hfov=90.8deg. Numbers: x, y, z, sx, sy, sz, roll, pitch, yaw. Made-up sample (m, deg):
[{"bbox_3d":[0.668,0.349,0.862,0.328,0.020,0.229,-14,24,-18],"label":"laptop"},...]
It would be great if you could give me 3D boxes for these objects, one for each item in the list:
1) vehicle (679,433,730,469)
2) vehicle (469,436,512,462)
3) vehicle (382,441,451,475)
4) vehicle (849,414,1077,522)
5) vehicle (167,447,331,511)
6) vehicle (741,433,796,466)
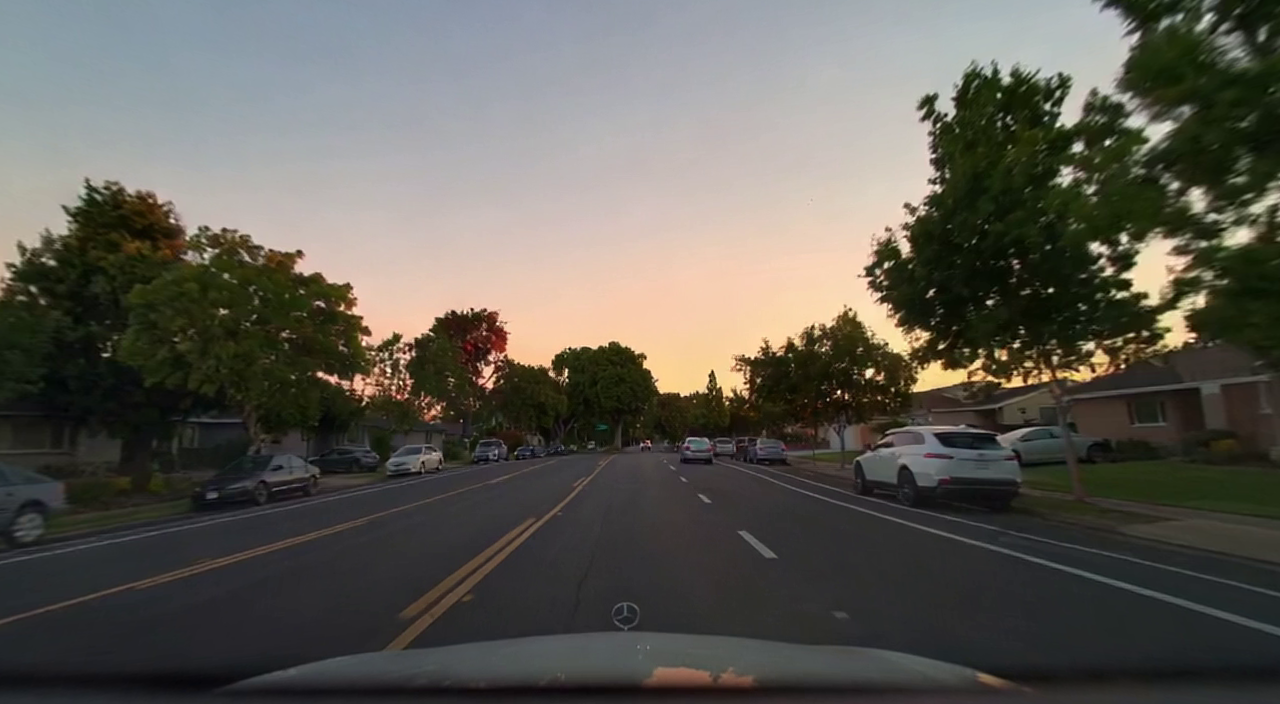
[{"bbox_3d":[3.130,4.892,31.395,1.951,1.620,4.582,0,-8,-1],"label":"vehicle"},{"bbox_3d":[-11.471,7.467,48.851,2.181,1.920,4.570,0,-8,0],"label":"vehicle"},{"bbox_3d":[-11.516,5.475,32.955,1.953,1.649,4.648,0,-8,-1],"label":"vehicle"},{"bbox_3d":[7.581,2.802,15.956,2.175,2.157,6.330,0,-8,-2],"label":"vehicle"},{"bbox_3d":[-11.298,3.659,18.752,1.916,1.612,4.700,0,-8,-1],"label":"vehicle"},{"bbox_3d":[7.585,5.814,37.789,2.071,1.793,5.072,0,-8,-1],"label":"vehicle"}]
